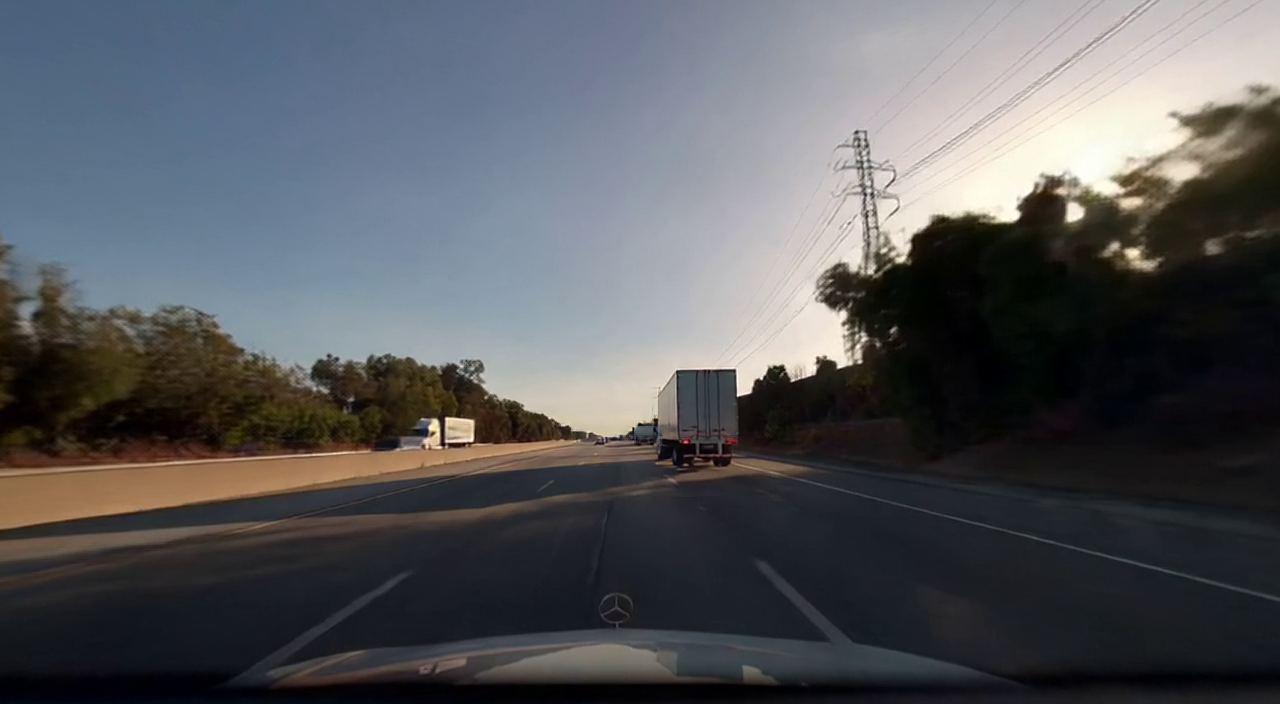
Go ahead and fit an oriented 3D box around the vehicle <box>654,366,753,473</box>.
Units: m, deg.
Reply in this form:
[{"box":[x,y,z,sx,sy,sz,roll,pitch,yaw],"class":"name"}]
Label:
[{"box":[2.579,3.542,31.326,2.905,4.080,14.157,0,-8,-2],"class":"vehicle"}]
